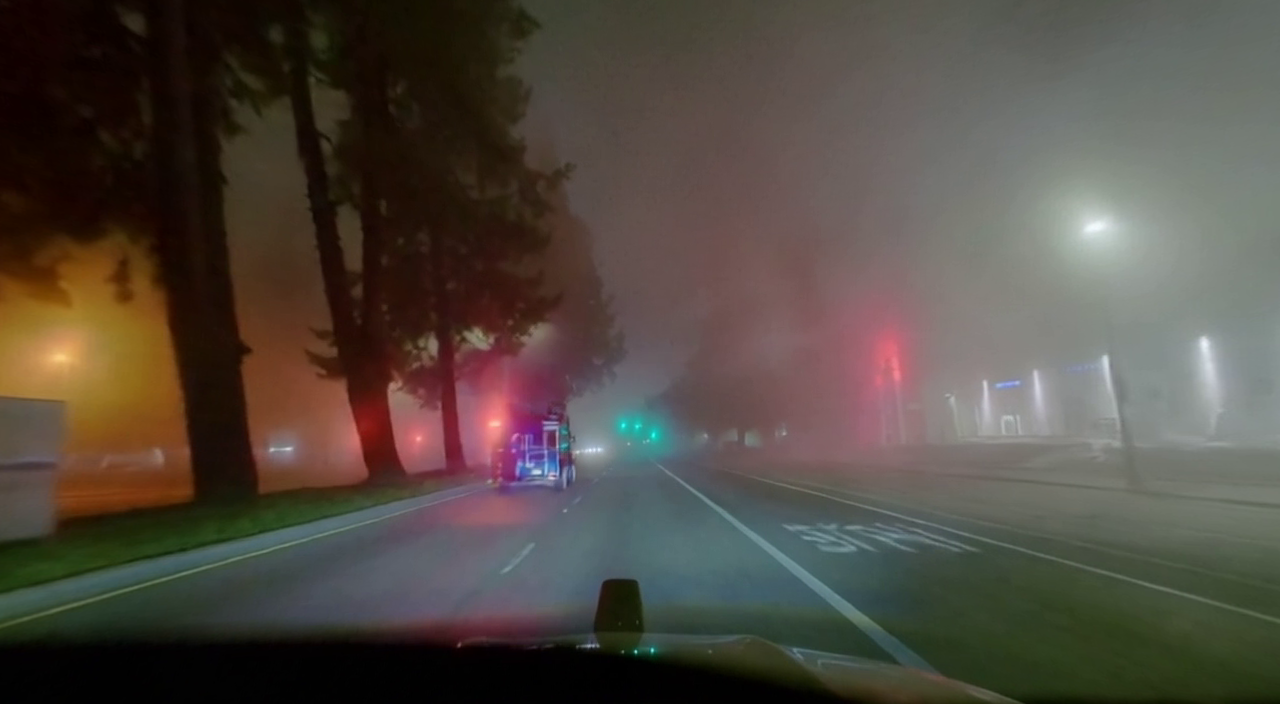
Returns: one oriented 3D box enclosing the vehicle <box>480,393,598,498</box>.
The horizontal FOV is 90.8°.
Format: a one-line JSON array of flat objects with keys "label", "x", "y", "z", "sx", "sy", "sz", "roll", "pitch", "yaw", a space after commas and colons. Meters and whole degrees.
[{"label": "vehicle", "x": -2.914, "y": 2.945, "z": 19.977, "sx": 2.633, "sy": 2.787, "sz": 5.796, "roll": -1, "pitch": -8, "yaw": 1}]
